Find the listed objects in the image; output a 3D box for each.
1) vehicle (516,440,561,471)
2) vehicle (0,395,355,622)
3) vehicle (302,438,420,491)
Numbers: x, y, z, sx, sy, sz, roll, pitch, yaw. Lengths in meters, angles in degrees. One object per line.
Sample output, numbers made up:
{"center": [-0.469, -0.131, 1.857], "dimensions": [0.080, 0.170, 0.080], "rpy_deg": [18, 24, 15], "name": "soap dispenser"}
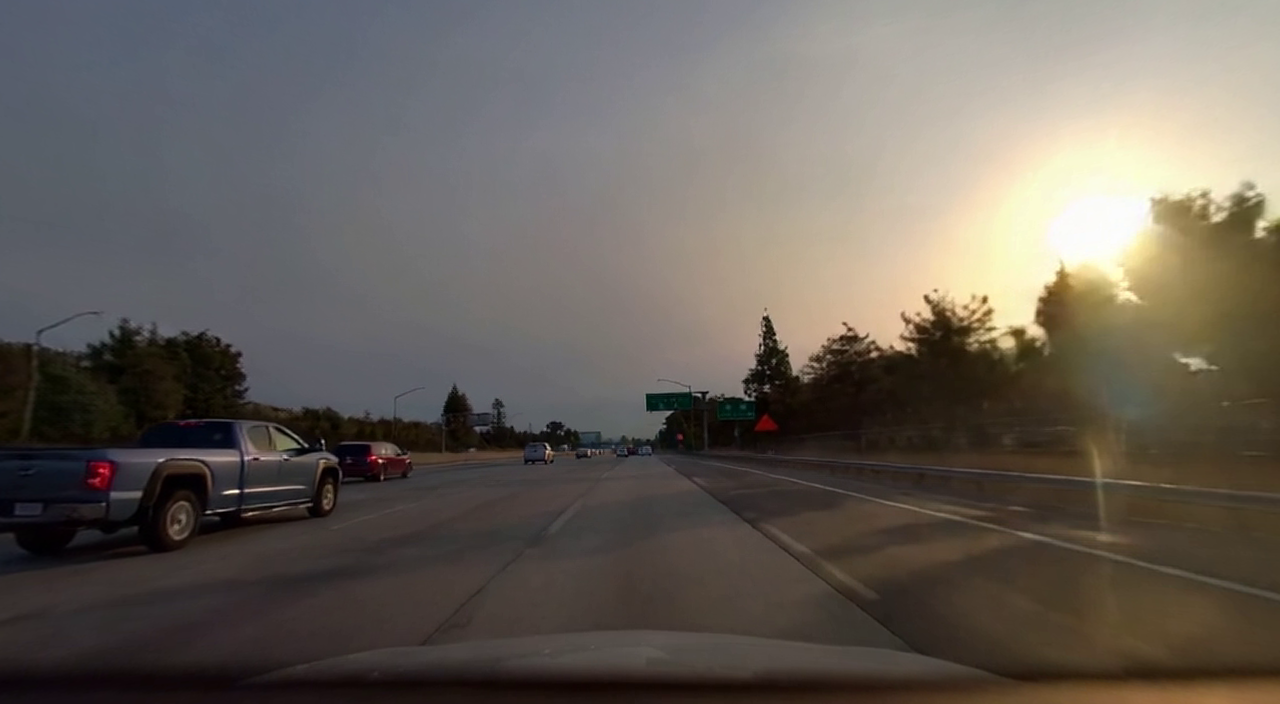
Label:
{"center": [-6.151, 6.302, 38.608], "dimensions": [2.009, 1.735, 4.358], "rpy_deg": [0, -8, 0], "name": "vehicle"}
{"center": [-6.249, 1.667, 7.932], "dimensions": [2.403, 1.773, 6.276], "rpy_deg": [0, -8, 0], "name": "vehicle"}
{"center": [-9.712, 3.924, 22.442], "dimensions": [2.060, 1.662, 4.469], "rpy_deg": [0, -8, 1], "name": "vehicle"}
